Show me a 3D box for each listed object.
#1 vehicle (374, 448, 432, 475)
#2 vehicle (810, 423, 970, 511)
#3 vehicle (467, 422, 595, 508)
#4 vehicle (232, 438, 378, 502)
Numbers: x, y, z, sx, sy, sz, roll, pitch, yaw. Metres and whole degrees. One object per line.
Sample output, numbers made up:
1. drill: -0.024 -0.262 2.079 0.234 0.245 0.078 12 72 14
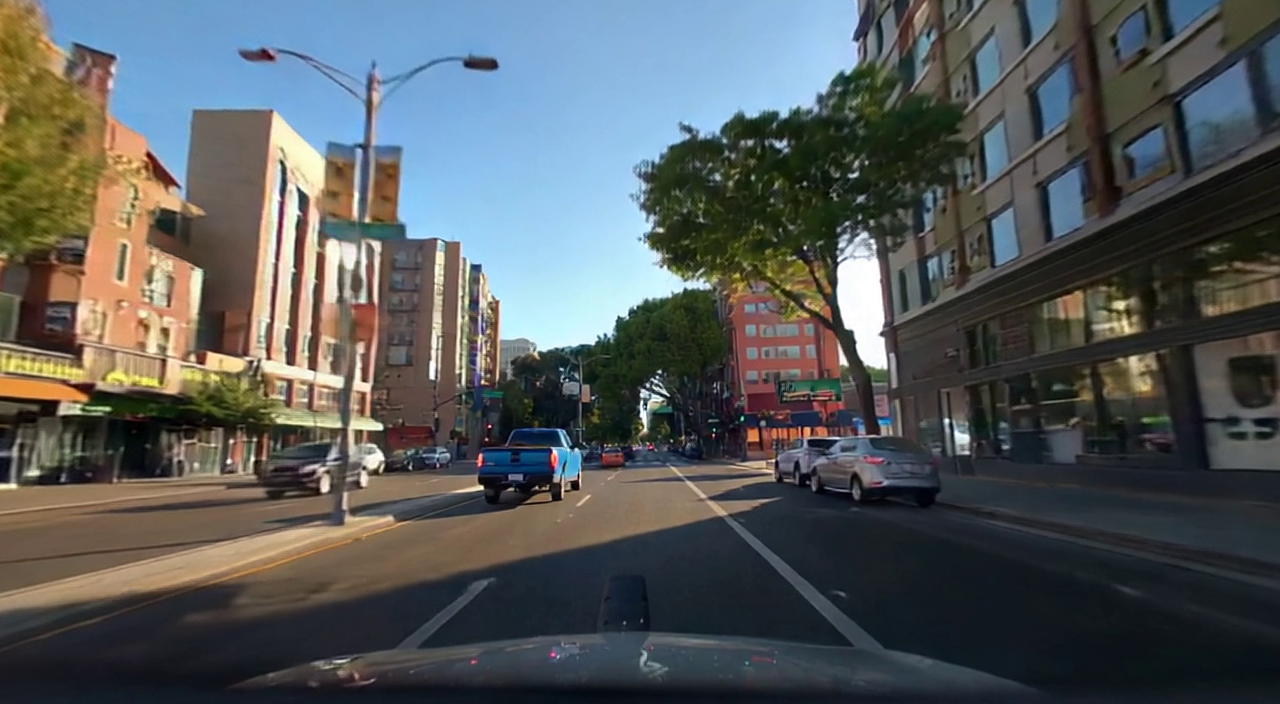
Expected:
1. vehicle: -15.819 7.312 42.419 2.100 1.596 4.739 -2 -9 0
2. vehicle: 5.964 2.810 15.853 2.043 1.841 4.842 0 -9 1
3. vehicle: -2.490 2.800 16.021 2.197 1.786 5.365 -1 -9 1
4. vehicle: -10.054 3.560 19.411 2.013 1.704 4.364 -1 -9 1
